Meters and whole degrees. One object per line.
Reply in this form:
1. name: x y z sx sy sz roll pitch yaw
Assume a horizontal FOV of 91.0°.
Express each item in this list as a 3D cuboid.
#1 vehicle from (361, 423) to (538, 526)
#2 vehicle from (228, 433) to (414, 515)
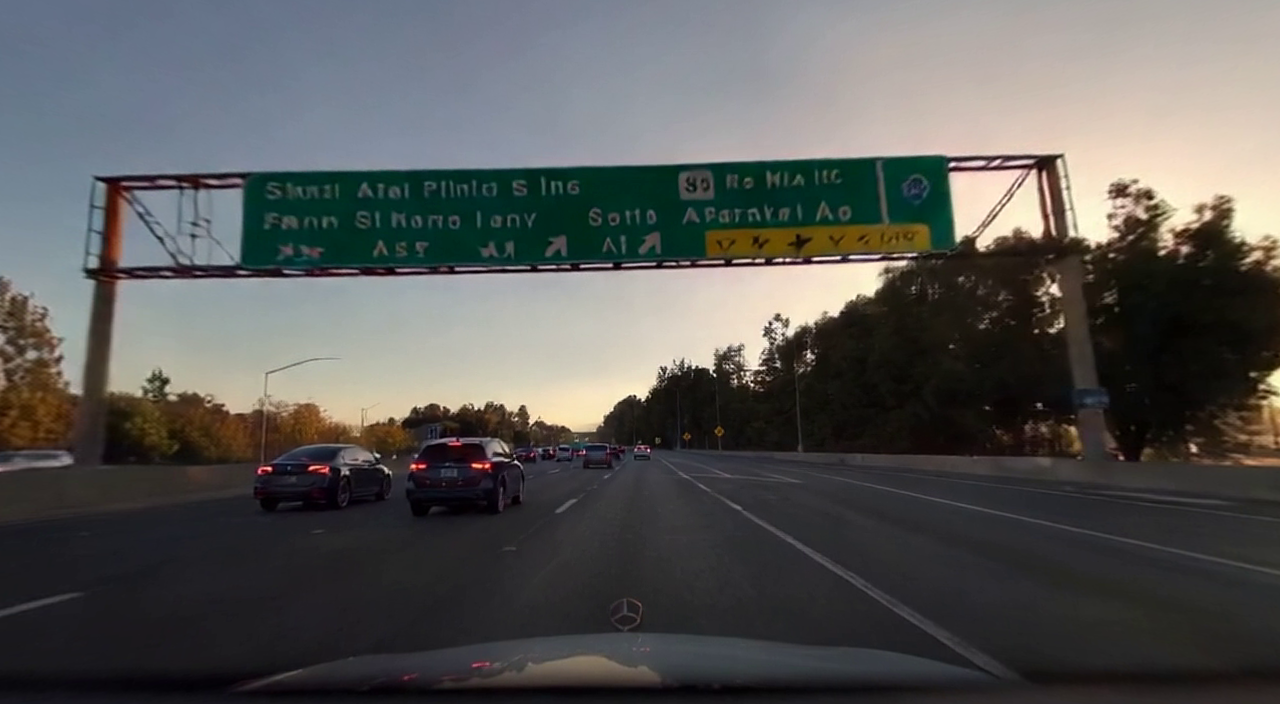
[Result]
1. vehicle: -3.570 2.405 12.843 2.158 1.717 4.375 -1 -9 1
2. vehicle: -7.425 2.878 15.327 2.071 1.661 4.540 0 -9 1
